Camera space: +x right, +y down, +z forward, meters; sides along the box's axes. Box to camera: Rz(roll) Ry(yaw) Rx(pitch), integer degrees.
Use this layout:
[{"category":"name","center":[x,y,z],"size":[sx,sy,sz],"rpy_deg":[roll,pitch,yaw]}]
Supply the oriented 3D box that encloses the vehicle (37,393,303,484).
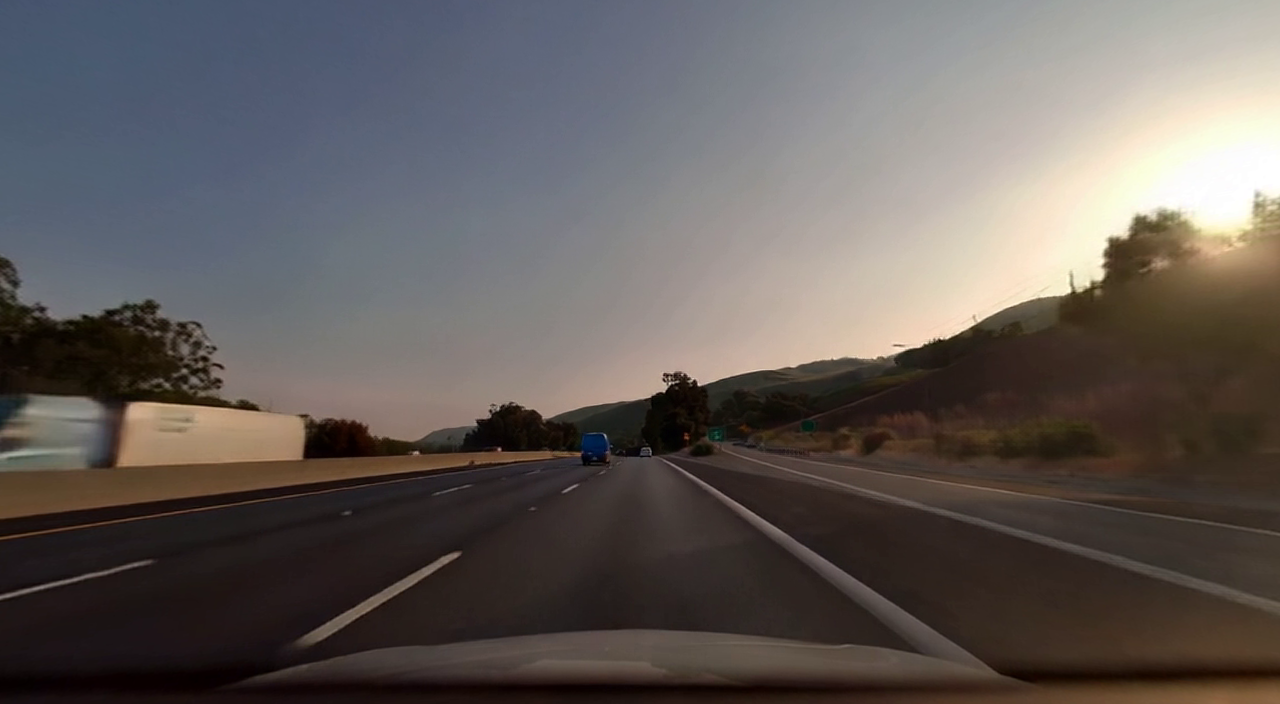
[{"category":"vehicle","center":[-26.126,5.200,37.333],"size":[2.883,4.138,16.730],"rpy_deg":[0,-8,0]}]

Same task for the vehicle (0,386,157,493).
[{"category":"vehicle","center":[-26.078,3.829,27.298],"size":[3.058,4.063,8.617],"rpy_deg":[0,-8,1]}]
